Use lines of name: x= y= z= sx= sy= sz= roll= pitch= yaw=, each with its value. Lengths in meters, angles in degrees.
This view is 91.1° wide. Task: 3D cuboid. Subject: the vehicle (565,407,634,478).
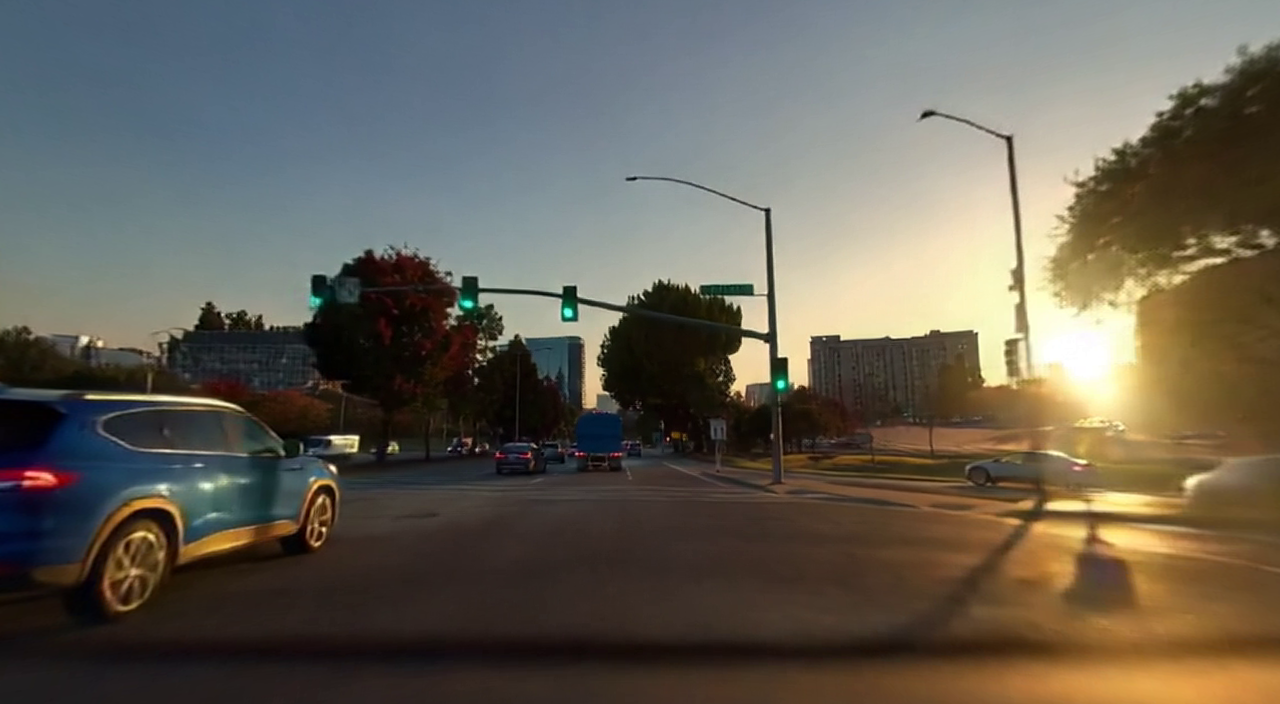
vehicle: x=-1.816 y=4.438 z=30.619 sx=2.993 sy=3.051 sz=6.692 roll=0 pitch=-8 yaw=-1

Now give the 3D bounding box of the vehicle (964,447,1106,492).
vehicle: x=16.576 y=4.875 z=26.457 sx=4.720 sy=1.685 sz=2.140 roll=-7 pitch=-11 yaw=38

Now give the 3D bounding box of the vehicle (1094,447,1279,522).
vehicle: x=13.525 y=2.936 z=14.254 sx=4.807 sy=1.530 sz=2.066 roll=0 pitch=-8 yaw=-2

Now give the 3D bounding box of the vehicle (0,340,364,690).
vehicle: x=-4.530 y=1.168 z=5.382 sx=2.178 sy=1.826 sz=4.933 roll=0 pitch=-8 yaw=-2

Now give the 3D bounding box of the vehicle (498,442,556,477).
vehicle: x=-5.130 y=4.945 z=29.070 sx=2.023 sy=1.483 sz=4.143 roll=0 pitch=-8 yaw=-2
